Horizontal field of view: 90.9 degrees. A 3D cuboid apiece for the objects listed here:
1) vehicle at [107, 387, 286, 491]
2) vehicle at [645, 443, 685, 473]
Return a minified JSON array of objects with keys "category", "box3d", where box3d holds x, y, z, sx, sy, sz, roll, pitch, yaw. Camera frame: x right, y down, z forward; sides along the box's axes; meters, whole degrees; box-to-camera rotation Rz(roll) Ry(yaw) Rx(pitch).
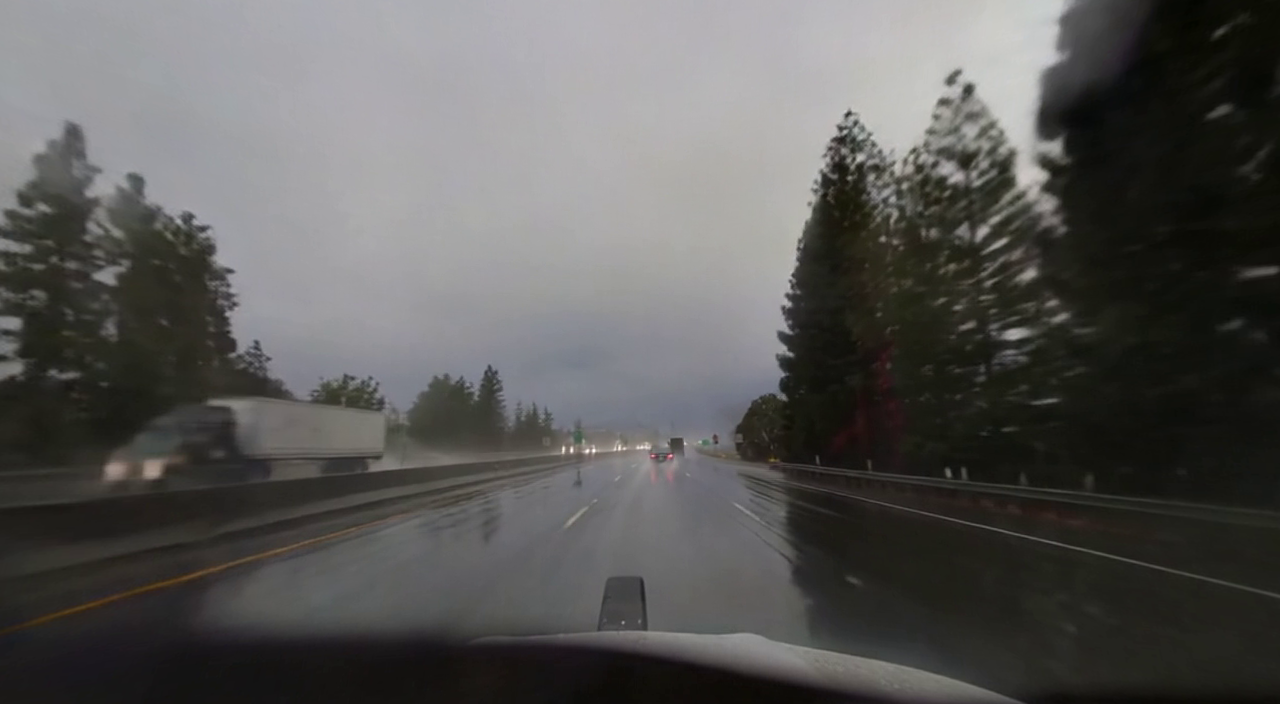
[{"category":"vehicle","box3d":[-18.915,3.823,27.512,3.195,4.035,5.892,0,-9,1]},{"category":"vehicle","box3d":[1.409,6.294,37.456,2.231,1.652,4.503,0,-9,1]}]
